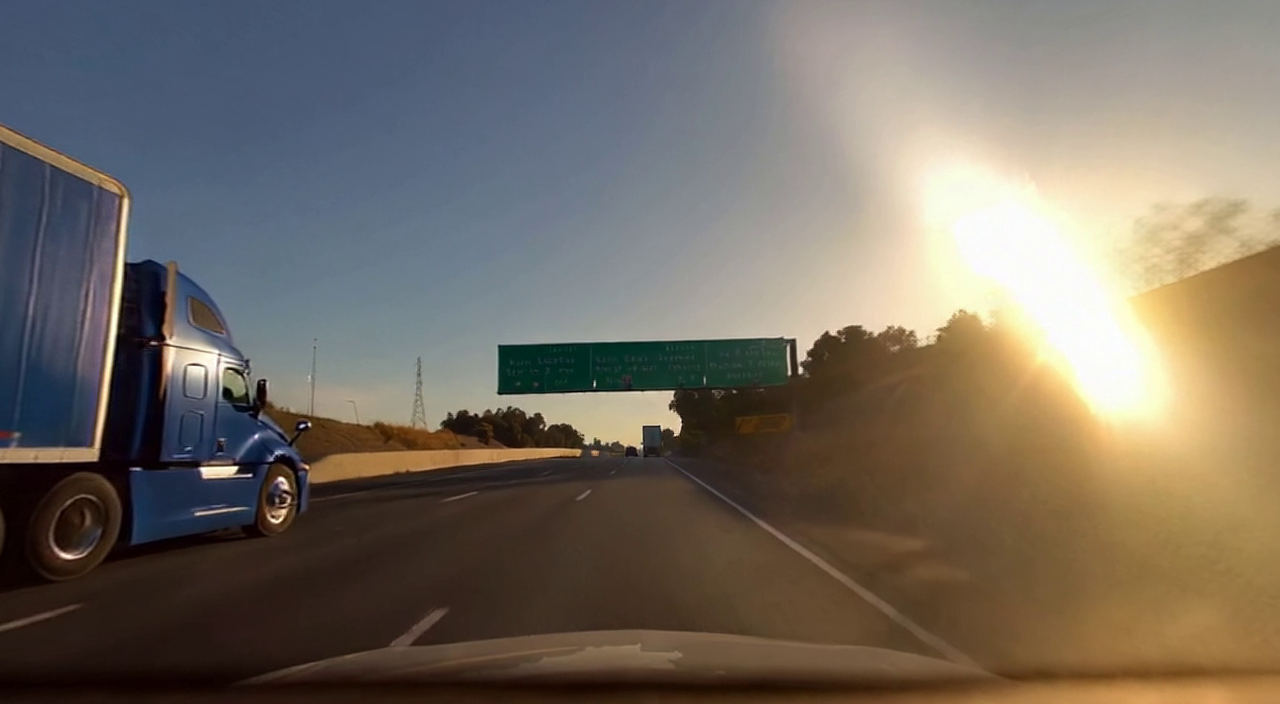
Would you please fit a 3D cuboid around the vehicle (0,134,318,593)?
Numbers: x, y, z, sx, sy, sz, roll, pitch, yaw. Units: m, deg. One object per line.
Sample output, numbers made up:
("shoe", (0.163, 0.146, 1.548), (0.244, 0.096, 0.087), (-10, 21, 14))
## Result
("vehicle", (-7.046, 0.178, 6.035), (2.996, 3.947, 8.600), (0, -9, 2))
